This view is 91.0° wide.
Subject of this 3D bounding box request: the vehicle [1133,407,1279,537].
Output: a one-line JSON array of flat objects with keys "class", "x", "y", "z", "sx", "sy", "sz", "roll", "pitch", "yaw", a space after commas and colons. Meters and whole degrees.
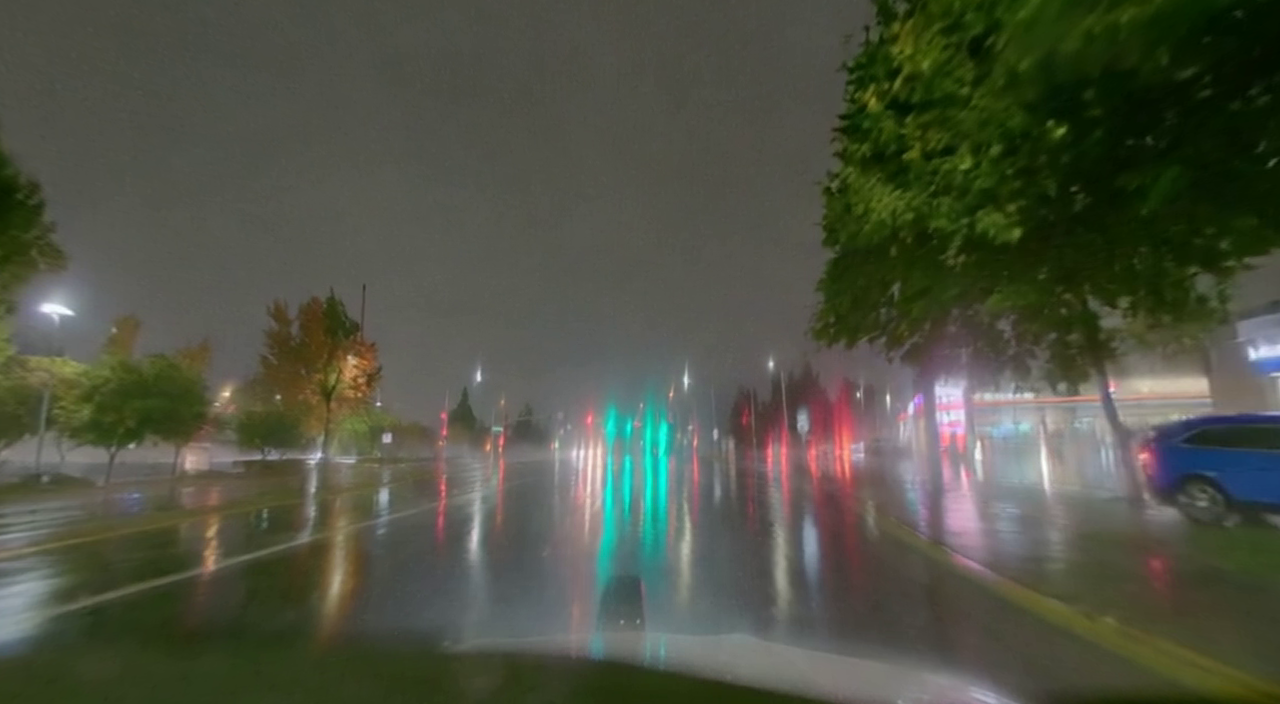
[{"class": "vehicle", "x": 12.663, "y": 1.932, "z": 11.046, "sx": 5.788, "sy": 2.002, "sz": 2.377, "roll": -3, "pitch": -7, "yaw": 5}]
